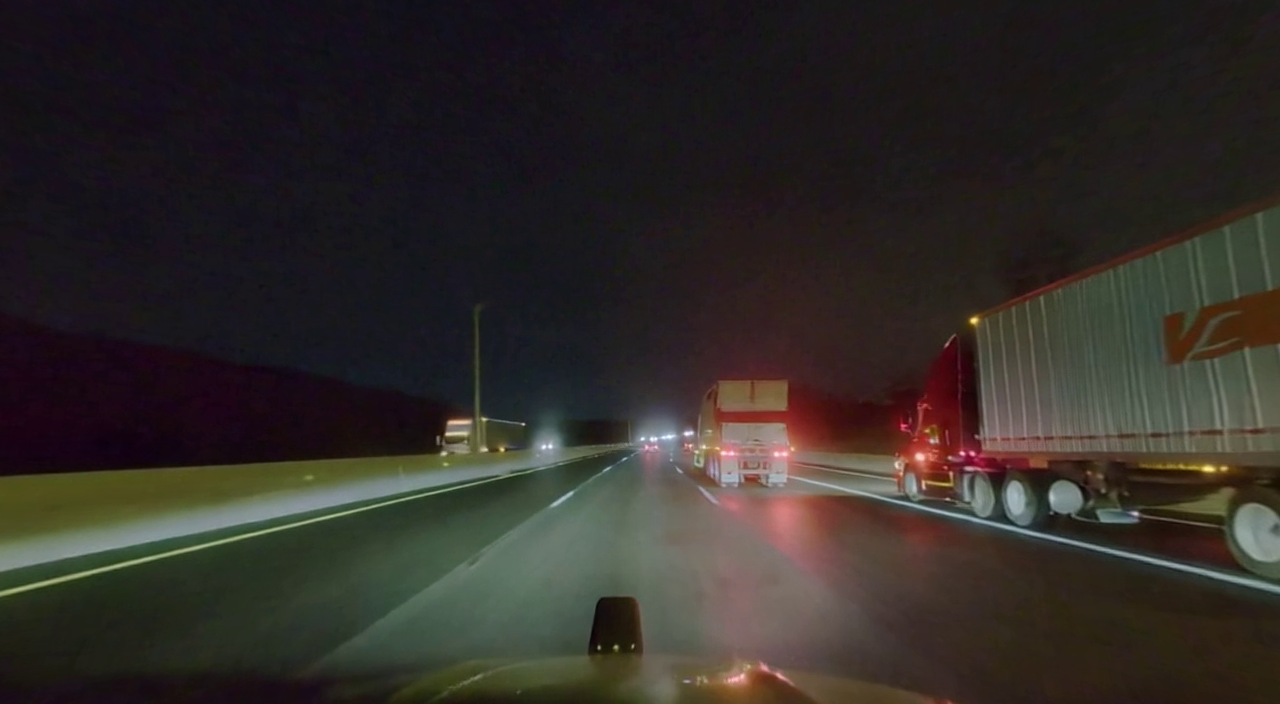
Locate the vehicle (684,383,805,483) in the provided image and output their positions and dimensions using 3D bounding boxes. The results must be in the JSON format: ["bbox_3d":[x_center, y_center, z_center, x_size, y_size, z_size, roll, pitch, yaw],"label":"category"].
[{"bbox_3d":[4.128,3.683,28.329,3.306,3.531,11.717,0,-8,-1],"label":"vehicle"}]
